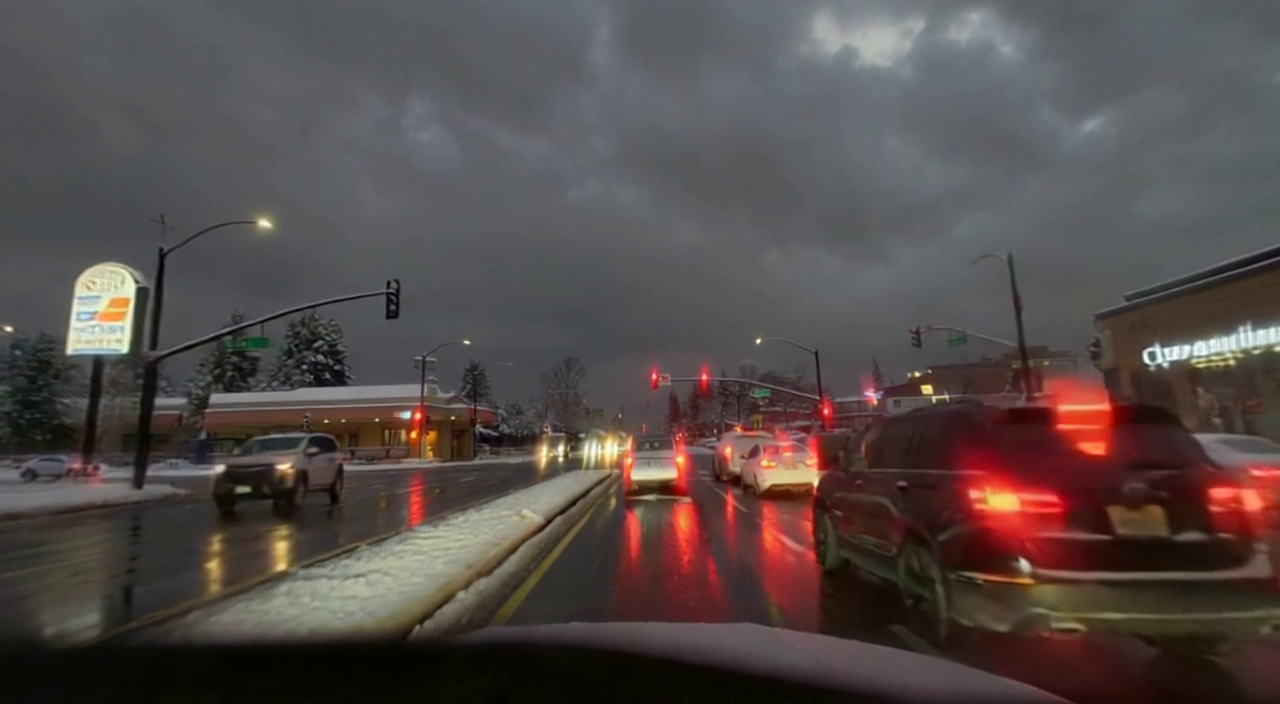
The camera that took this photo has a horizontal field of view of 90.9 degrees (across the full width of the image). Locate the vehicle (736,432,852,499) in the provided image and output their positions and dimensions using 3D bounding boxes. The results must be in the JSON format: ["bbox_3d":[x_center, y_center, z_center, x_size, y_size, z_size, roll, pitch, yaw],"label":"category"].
[{"bbox_3d":[3.794,2.877,16.369,1.883,1.480,4.489,0,-8,0],"label":"vehicle"}]

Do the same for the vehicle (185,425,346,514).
[{"bbox_3d":[-8.651,2.716,15.122,2.106,1.751,4.554,2,-9,-15],"label":"vehicle"}]

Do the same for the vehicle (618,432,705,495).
[{"bbox_3d":[0.513,2.961,17.076,2.073,1.496,3.892,0,-8,0],"label":"vehicle"}]

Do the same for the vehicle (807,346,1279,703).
[{"bbox_3d":[3.199,1.211,5.688,2.038,1.787,4.946,0,-8,0],"label":"vehicle"}]
